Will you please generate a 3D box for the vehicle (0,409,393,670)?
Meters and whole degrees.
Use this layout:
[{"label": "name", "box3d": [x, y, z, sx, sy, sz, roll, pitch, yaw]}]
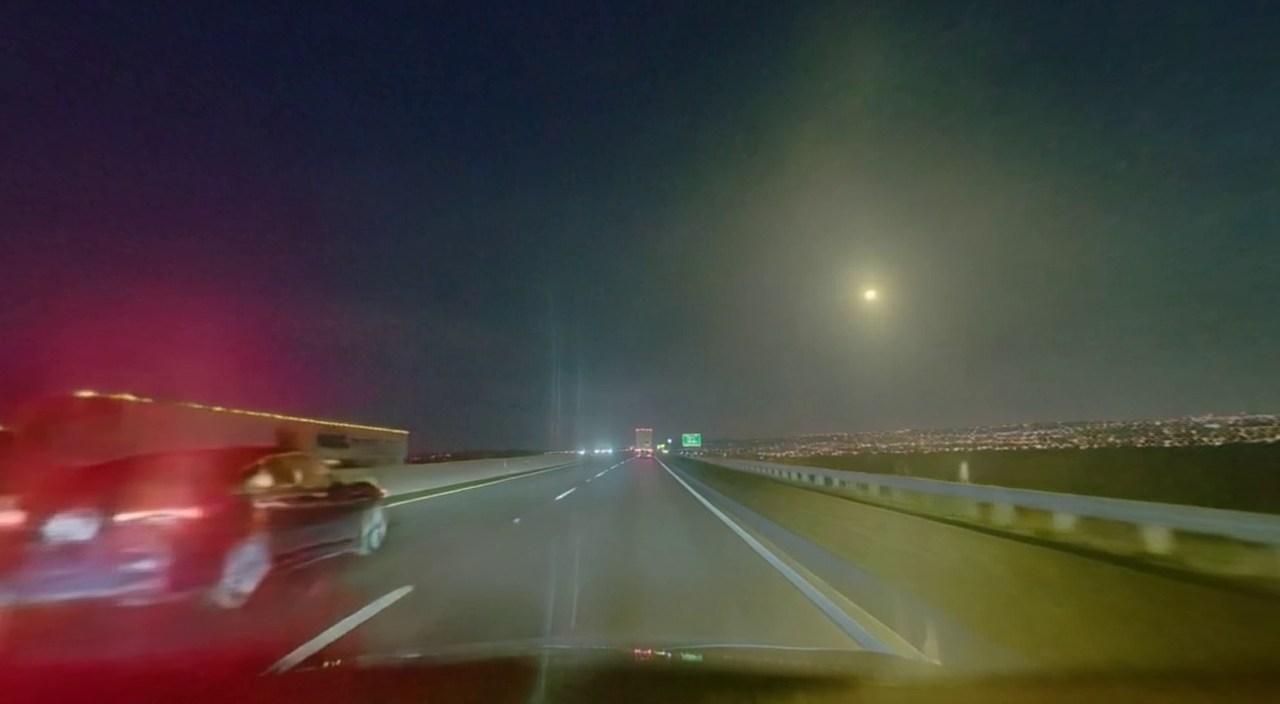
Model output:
[{"label": "vehicle", "box3d": [-3.949, 1.418, 5.749, 1.880, 1.569, 3.714, 0, -9, 0]}]
